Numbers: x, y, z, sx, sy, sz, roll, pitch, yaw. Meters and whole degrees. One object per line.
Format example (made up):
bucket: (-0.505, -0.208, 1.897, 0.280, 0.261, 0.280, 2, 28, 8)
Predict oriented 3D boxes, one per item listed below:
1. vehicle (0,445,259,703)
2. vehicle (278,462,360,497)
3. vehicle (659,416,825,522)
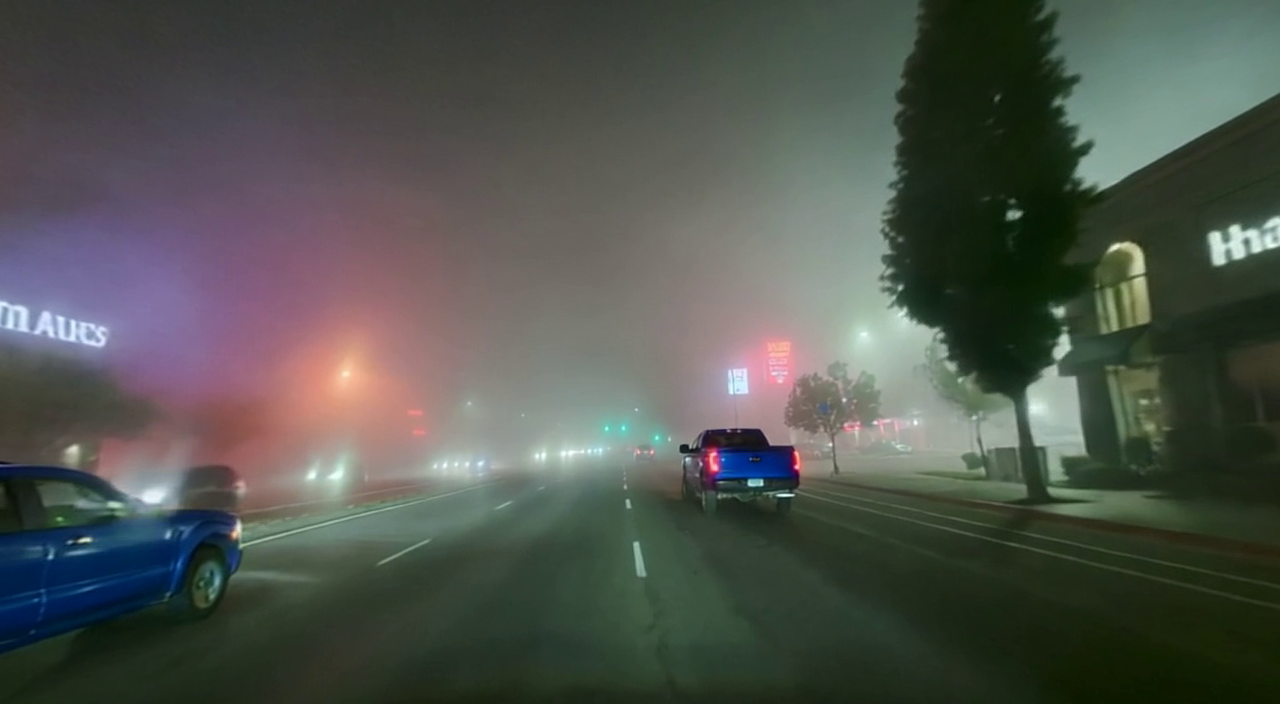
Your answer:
vehicle: (-4.037, 1.156, 2.908, 1.888, 1.424, 4.553, 0, -8, -2)
vehicle: (-15.585, 6.171, 30.959, 1.826, 1.455, 4.412, 0, -8, -2)
vehicle: (1.984, 2.589, 14.620, 2.590, 1.932, 5.776, 0, -8, -3)
